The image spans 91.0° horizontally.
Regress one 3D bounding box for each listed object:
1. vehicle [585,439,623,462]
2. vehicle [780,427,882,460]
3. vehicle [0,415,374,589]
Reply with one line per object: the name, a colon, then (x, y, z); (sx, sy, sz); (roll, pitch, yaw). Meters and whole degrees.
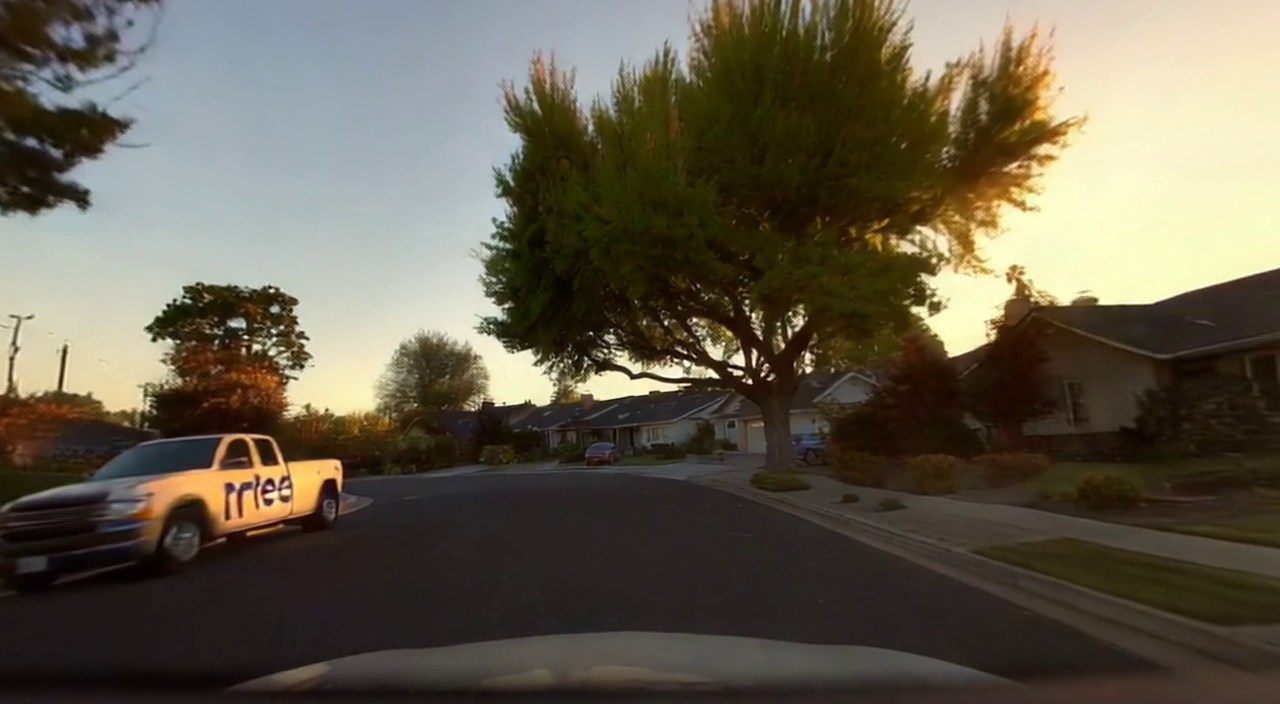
vehicle: (-2.505, 7.020, 44.988); (1.990, 1.528, 4.256); (-1, -8, 7)
vehicle: (9.655, 4.614, 31.962); (4.533, 1.557, 1.981); (1, -6, -10)
vehicle: (-6.604, 2.108, 9.986); (2.338, 1.925, 5.725); (0, -8, -1)
